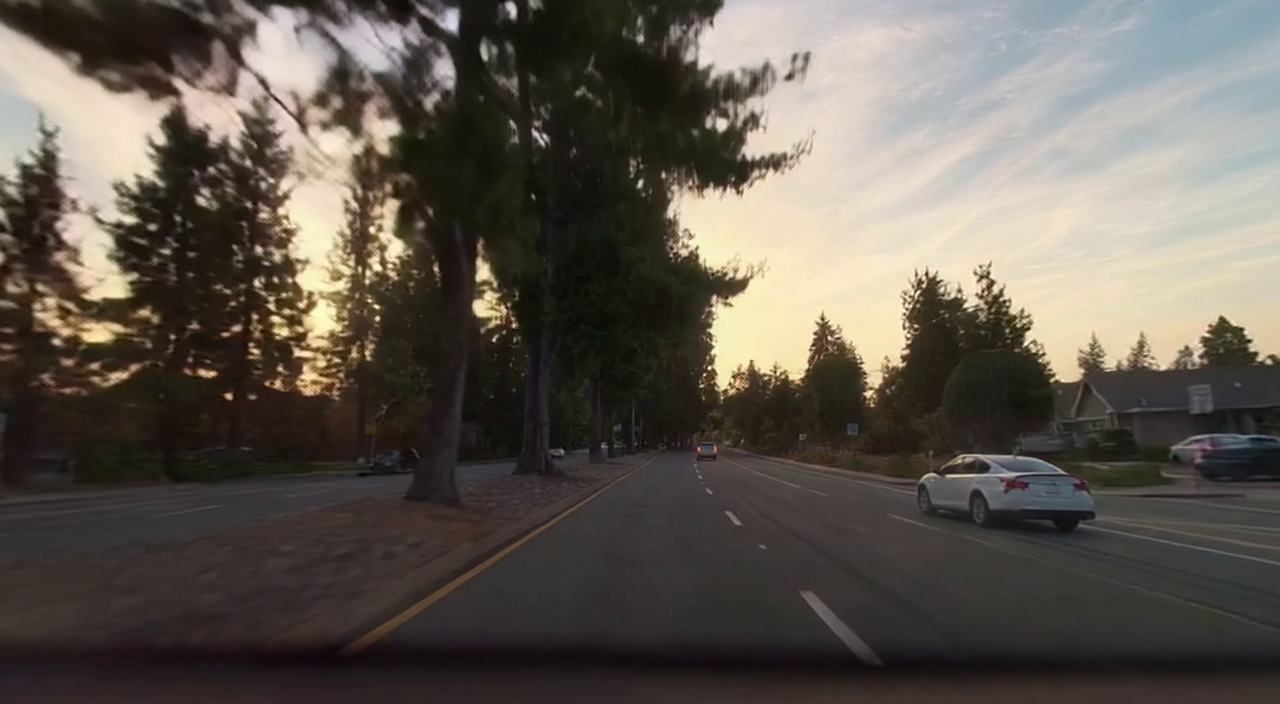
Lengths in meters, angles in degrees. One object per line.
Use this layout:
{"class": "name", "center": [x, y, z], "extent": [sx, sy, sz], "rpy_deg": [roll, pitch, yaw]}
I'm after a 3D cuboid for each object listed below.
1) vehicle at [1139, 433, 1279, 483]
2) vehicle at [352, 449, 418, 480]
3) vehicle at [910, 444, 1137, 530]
{"class": "vehicle", "center": [21.521, 3.911, 23.531], "extent": [2.011, 1.661, 4.712], "rpy_deg": [0, -8, 2]}
{"class": "vehicle", "center": [-15.694, 6.916, 39.051], "extent": [2.026, 1.690, 4.656], "rpy_deg": [0, -8, 2]}
{"class": "vehicle", "center": [7.486, 2.621, 12.971], "extent": [1.855, 1.444, 4.389], "rpy_deg": [0, -8, -1]}
